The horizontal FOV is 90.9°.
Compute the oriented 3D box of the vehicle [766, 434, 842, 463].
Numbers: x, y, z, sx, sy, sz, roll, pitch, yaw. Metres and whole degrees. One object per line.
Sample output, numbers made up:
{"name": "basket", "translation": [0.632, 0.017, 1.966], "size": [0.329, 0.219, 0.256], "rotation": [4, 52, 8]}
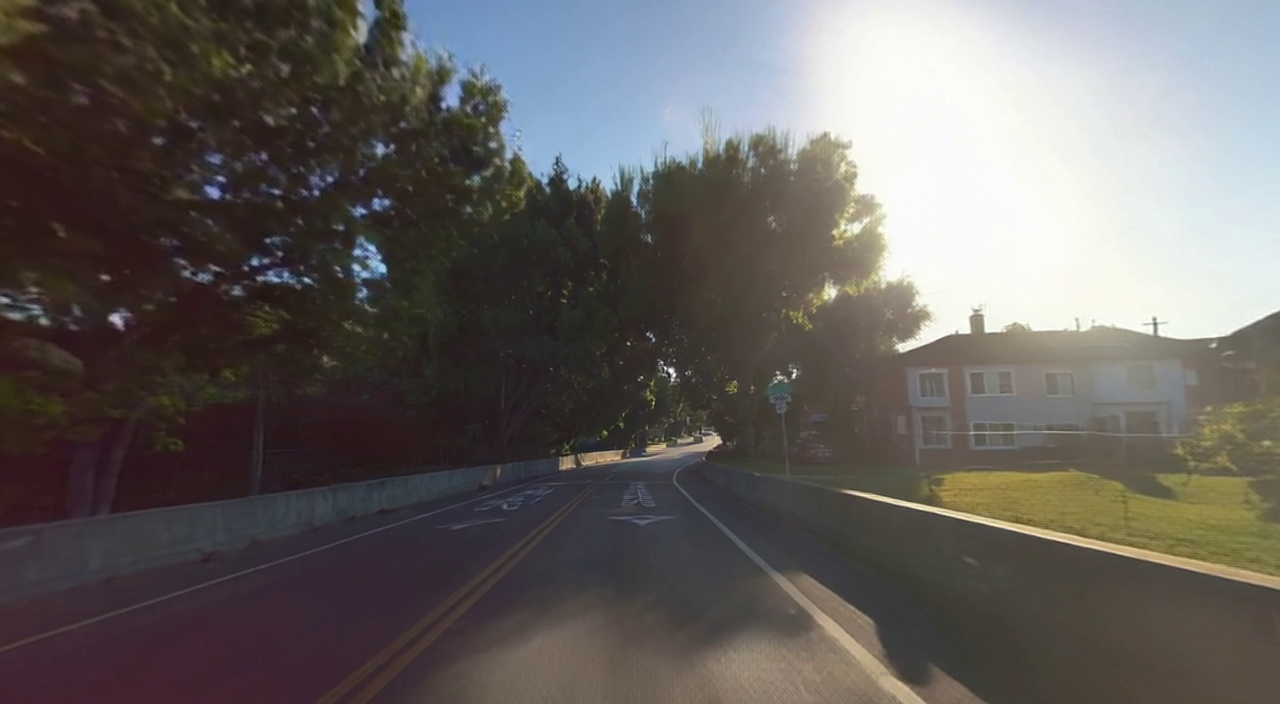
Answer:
{"name": "vehicle", "translation": [10.937, 6.439, 42.283], "size": [4.614, 1.764, 1.860], "rotation": [-3, -8, 6]}
